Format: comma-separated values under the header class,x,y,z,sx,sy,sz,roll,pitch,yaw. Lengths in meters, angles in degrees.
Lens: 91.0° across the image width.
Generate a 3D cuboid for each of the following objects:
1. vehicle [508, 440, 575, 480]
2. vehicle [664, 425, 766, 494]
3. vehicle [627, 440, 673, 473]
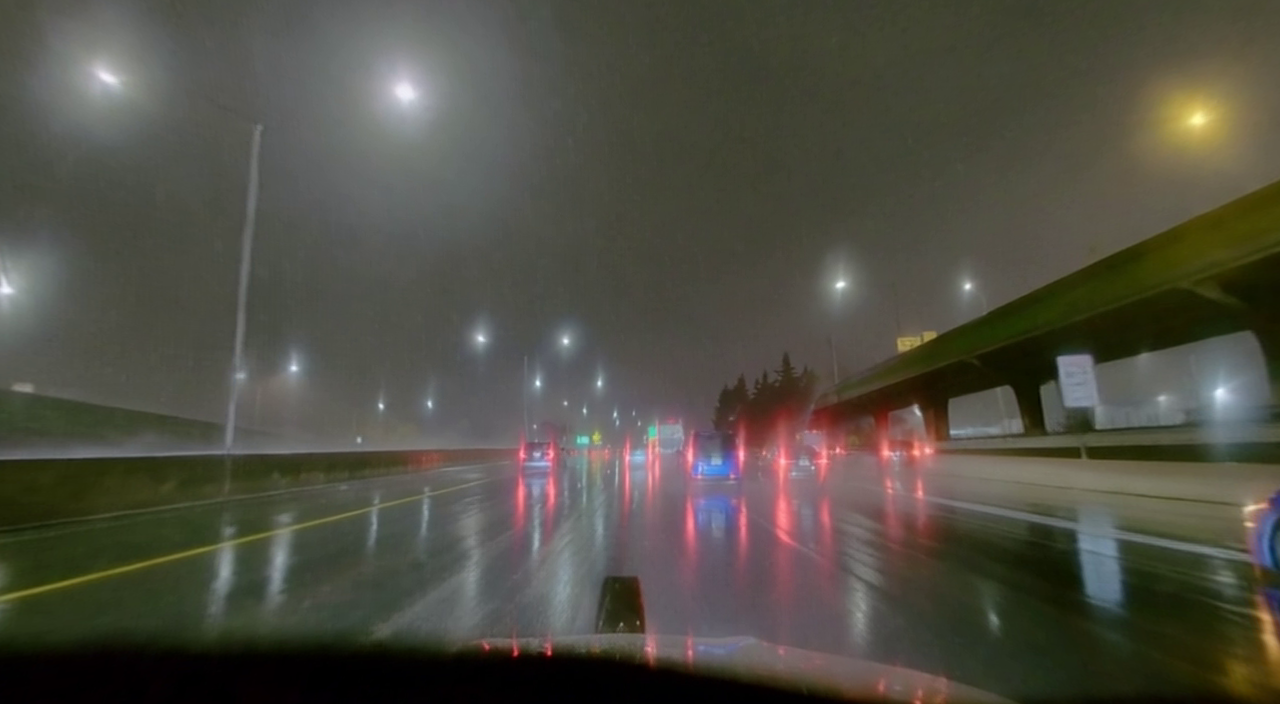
class,x,y,z,sx,sy,sz,roll,pitch,yaw
vehicle,-3.972,4.405,26.041,2.031,1.491,4.145,0,-8,1
vehicle,2.007,3.082,18.327,2.202,1.748,4.158,1,-8,-4
vehicle,0.461,5.051,30.618,2.089,1.493,3.964,0,-8,0
